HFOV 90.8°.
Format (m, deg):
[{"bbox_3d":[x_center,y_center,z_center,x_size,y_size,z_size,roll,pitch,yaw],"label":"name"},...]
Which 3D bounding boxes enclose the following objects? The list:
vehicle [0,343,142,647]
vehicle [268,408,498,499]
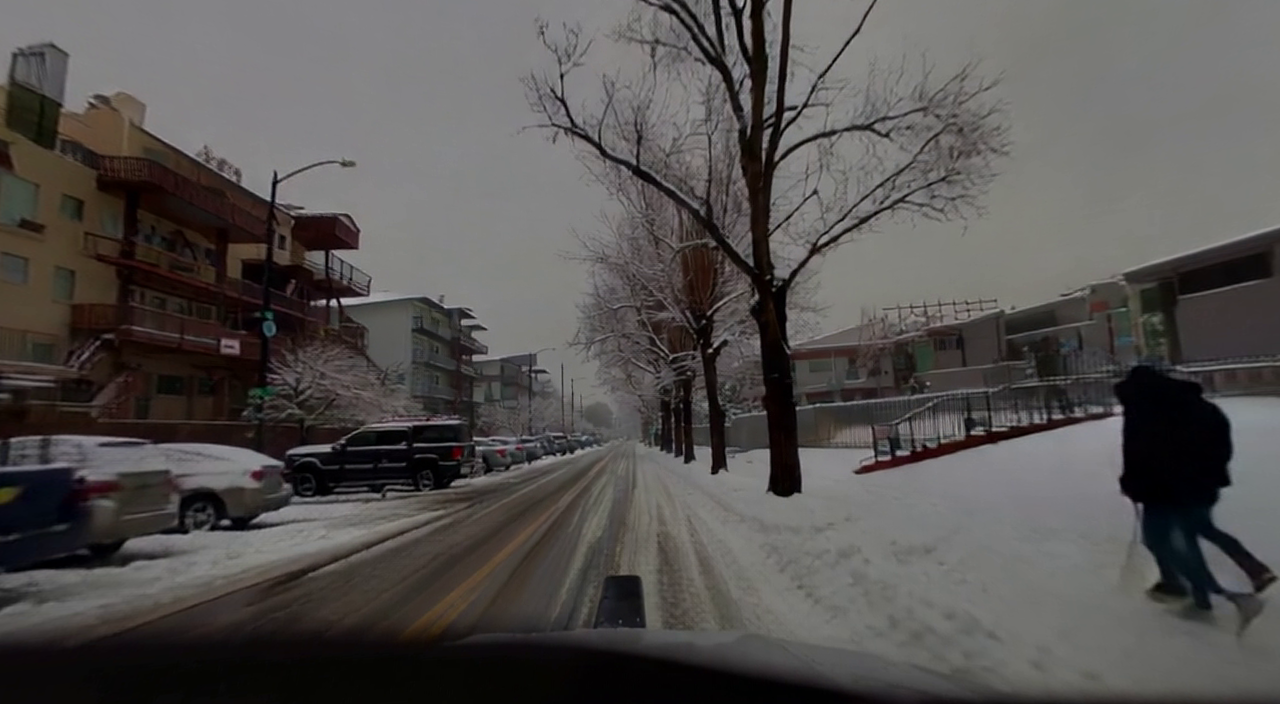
[{"bbox_3d":[-7.424,1.009,4.386,5.824,2.125,2.233,0,-9,-3],"label":"vehicle"},{"bbox_3d":[-7.263,2.944,18.501,5.592,2.439,2.515,0,-9,-1],"label":"vehicle"}]
